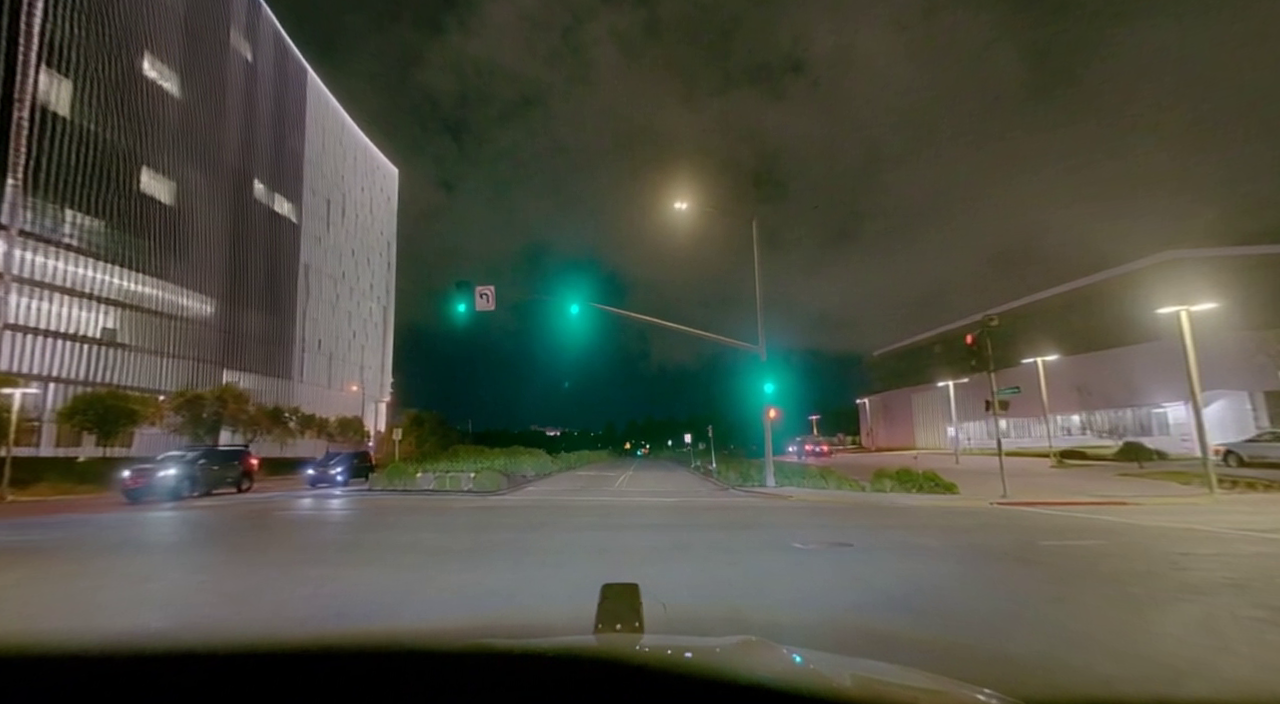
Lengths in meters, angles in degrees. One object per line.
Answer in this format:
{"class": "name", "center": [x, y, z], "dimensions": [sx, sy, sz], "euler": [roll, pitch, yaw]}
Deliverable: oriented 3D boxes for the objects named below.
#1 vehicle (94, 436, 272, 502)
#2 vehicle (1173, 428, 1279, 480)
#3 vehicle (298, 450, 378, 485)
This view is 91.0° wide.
{"class": "vehicle", "center": [-14.910, 3.825, 21.051], "dimensions": [2.091, 1.915, 5.040], "euler": [0, -9, 0]}
{"class": "vehicle", "center": [19.062, 3.090, 19.115], "dimensions": [1.834, 1.480, 4.458], "euler": [0, -9, -1]}
{"class": "vehicle", "center": [-15.102, 5.775, 31.768], "dimensions": [1.932, 1.605, 4.146], "euler": [0, -9, 0]}
